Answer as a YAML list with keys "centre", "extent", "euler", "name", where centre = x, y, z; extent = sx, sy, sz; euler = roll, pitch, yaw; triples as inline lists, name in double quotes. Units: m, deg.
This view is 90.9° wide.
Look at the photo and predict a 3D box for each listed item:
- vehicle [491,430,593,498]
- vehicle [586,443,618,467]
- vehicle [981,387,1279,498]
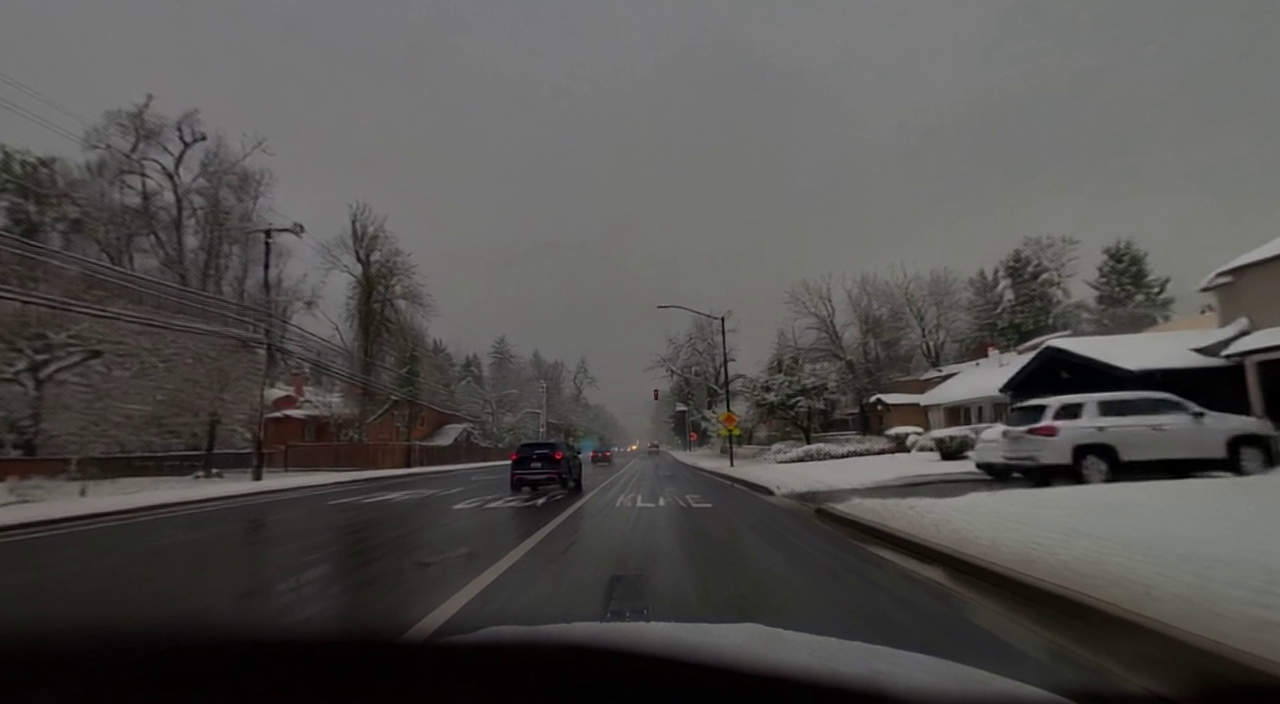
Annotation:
- centre: [-2.779, 3.311, 18.987]
  extent: [2.190, 1.766, 4.394]
  euler: [0, -9, 2]
  name: "vehicle"
- centre: [-2.490, 6.833, 42.013]
  extent: [1.802, 1.528, 3.490]
  euler: [0, -9, 1]
  name: "vehicle"
- centre: [9.954, 1.817, 12.717]
  extent: [4.944, 2.023, 1.973]
  euler: [0, -8, 1]
  name: "vehicle"
